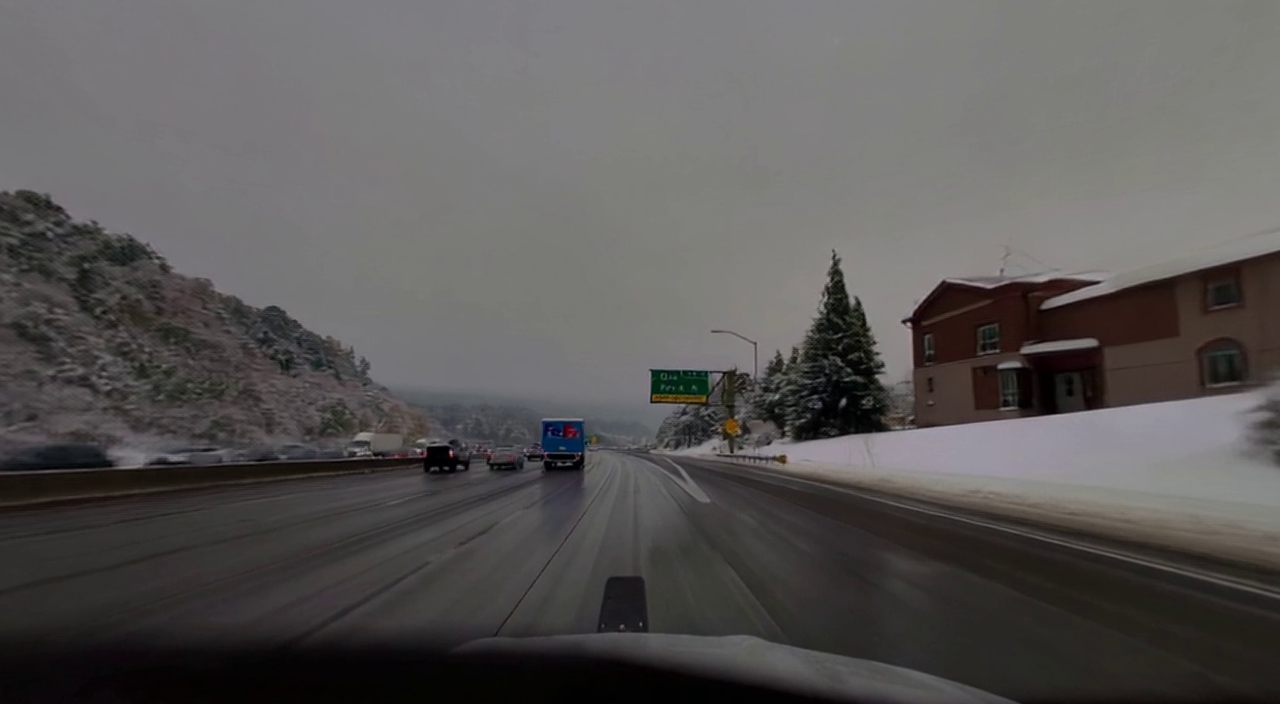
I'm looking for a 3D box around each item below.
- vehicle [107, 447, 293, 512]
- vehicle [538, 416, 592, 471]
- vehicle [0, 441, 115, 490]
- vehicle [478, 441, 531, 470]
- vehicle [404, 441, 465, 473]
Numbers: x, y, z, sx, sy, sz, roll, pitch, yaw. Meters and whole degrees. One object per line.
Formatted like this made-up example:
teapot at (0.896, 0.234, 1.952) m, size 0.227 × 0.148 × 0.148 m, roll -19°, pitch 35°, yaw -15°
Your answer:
vehicle at (-11.644, 3.356, 17.167) m, size 1.879 × 1.431 × 4.425 m, roll 1°, pitch -8°, yaw -1°
vehicle at (-4.773, 5.965, 41.375) m, size 2.798 × 3.212 × 7.573 m, roll 2°, pitch -8°, yaw -2°
vehicle at (-20.617, 3.787, 21.375) m, size 1.815 × 1.507 × 4.468 m, roll 0°, pitch -8°, yaw 0°
vehicle at (-8.777, 6.752, 41.408) m, size 2.461 × 1.767 × 4.991 m, roll 0°, pitch -8°, yaw -1°
vehicle at (-12.497, 6.398, 38.760) m, size 2.188 × 1.784 × 4.724 m, roll 0°, pitch -8°, yaw -1°
